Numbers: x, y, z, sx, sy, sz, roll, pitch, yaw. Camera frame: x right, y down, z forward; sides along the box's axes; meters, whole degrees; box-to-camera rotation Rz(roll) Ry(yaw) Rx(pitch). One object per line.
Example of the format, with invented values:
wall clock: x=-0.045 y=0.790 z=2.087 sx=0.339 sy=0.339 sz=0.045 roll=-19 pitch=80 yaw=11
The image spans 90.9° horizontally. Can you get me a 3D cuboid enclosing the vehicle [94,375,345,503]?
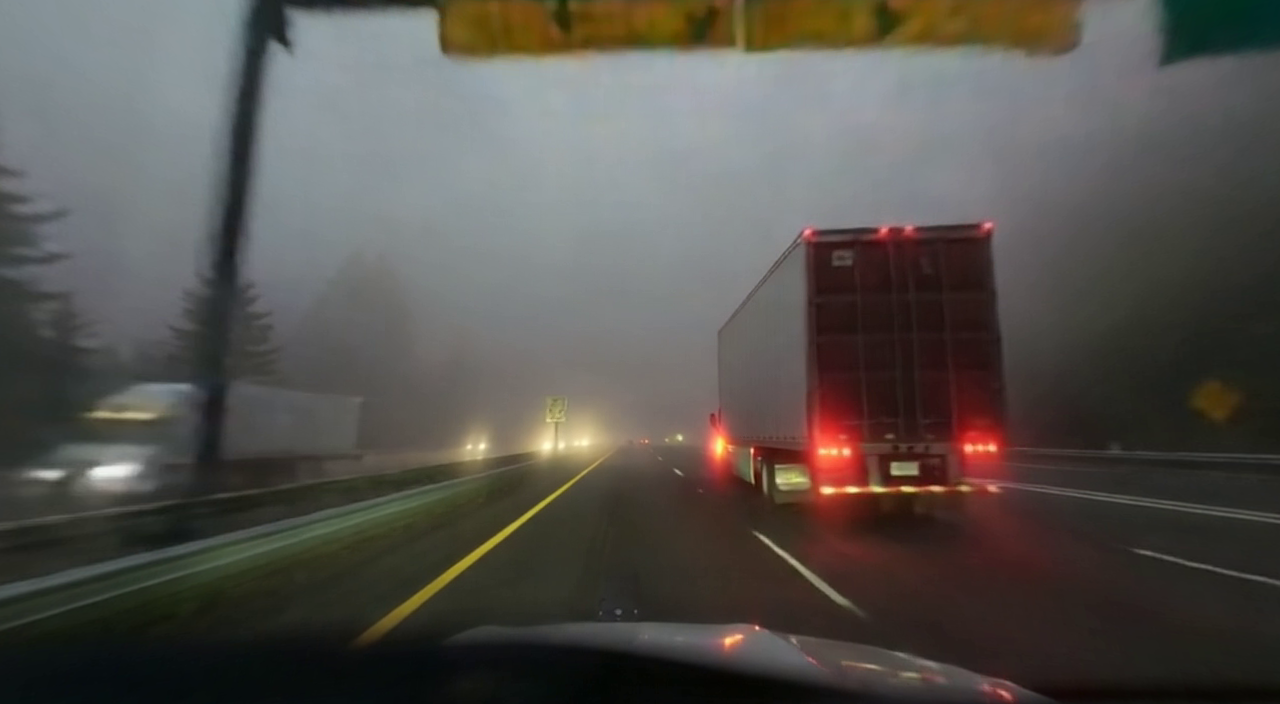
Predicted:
vehicle: x=-12.749 y=2.767 z=20.325 sx=2.697 sy=3.310 sz=7.825 roll=0 pitch=-8 yaw=-1

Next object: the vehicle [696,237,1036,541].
vehicle: x=3.499 y=1.307 z=14.895 sx=2.954 sy=3.995 sz=13.335 roll=0 pitch=-8 yaw=-1
